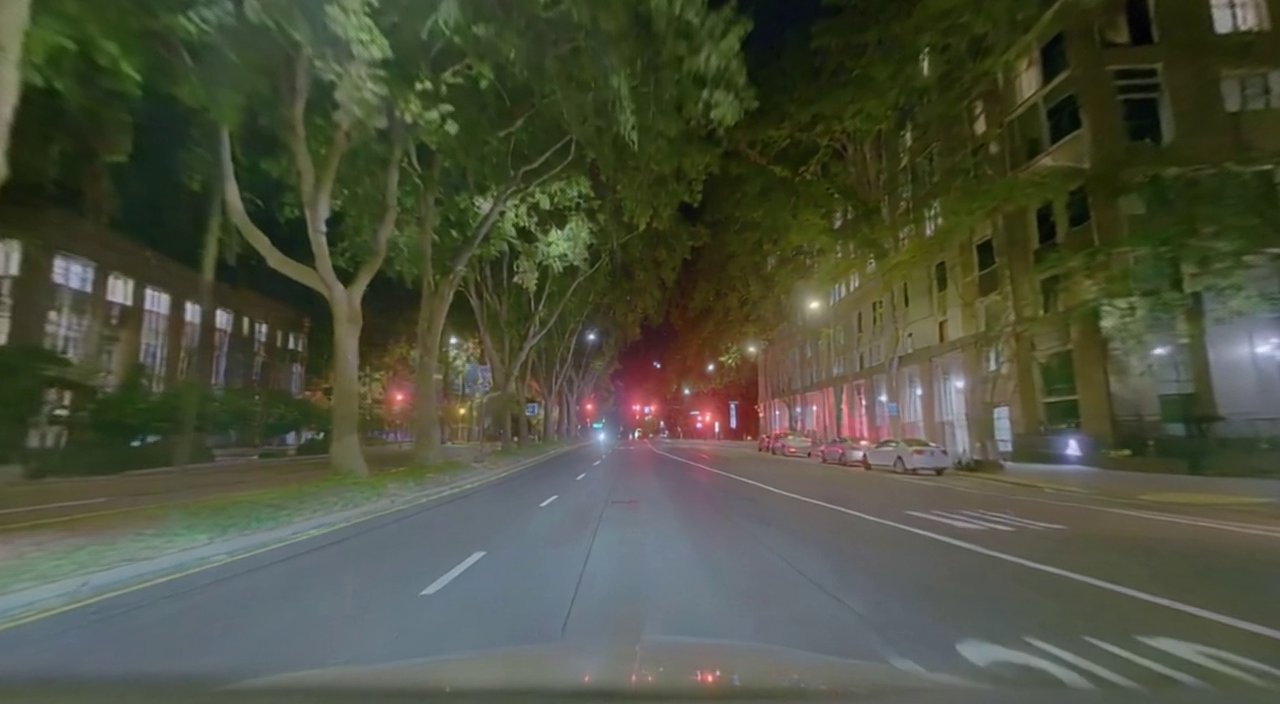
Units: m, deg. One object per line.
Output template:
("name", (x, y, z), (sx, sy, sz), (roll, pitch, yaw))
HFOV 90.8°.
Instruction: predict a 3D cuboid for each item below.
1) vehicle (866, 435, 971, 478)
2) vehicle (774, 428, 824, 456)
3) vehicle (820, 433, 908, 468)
("vehicle", (10.674, 4.047, 24.641), (1.927, 1.489, 4.532), (0, -8, -1))
("vehicle", (10.434, 5.981, 41.815), (1.947, 1.716, 4.861), (0, -8, -1))
("vehicle", (10.618, 4.739, 30.419), (1.977, 1.519, 4.953), (1, -9, -6))
